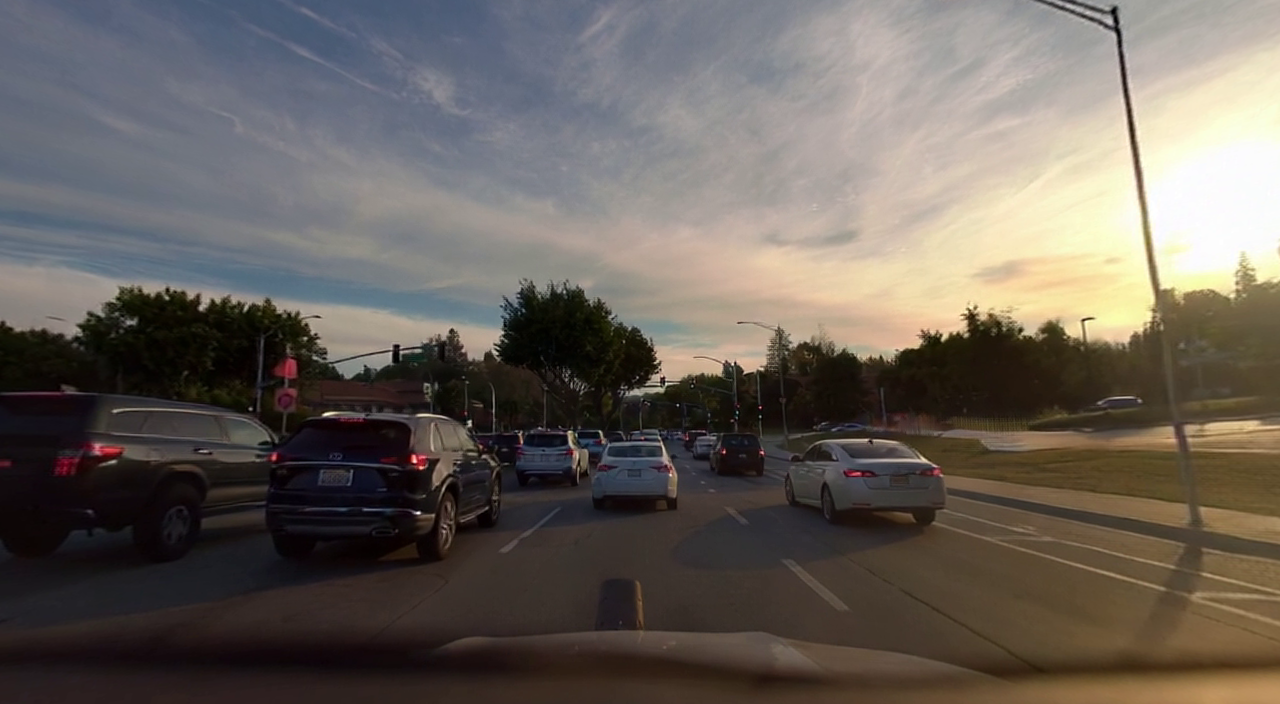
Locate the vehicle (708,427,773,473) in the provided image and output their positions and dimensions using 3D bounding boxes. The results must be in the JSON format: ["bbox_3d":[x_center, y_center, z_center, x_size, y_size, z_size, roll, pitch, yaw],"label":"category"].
[{"bbox_3d":[4.303,4.283,27.759,2.099,1.845,4.363,0,-8,0],"label":"vehicle"}]

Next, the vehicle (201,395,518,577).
[{"bbox_3d":[-3.209,1.672,8.790,2.111,1.745,5.274,0,-8,-2],"label":"vehicle"}]

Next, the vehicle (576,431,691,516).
[{"bbox_3d":[-0.100,2.468,13.361,2.030,1.477,4.330,0,-8,1],"label":"vehicle"}]

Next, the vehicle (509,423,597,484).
[{"bbox_3d":[-2.827,3.443,21.673,2.218,1.829,4.492,0,-8,2],"label":"vehicle"}]

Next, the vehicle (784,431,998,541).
[{"bbox_3d":[3.863,2.116,10.654,1.884,1.463,4.195,0,-8,0],"label":"vehicle"}]

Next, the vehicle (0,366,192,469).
[{"bbox_3d":[-27.756,3.108,28.855,3.181,4.189,14.107,-1,-8,5],"label":"vehicle"}]
